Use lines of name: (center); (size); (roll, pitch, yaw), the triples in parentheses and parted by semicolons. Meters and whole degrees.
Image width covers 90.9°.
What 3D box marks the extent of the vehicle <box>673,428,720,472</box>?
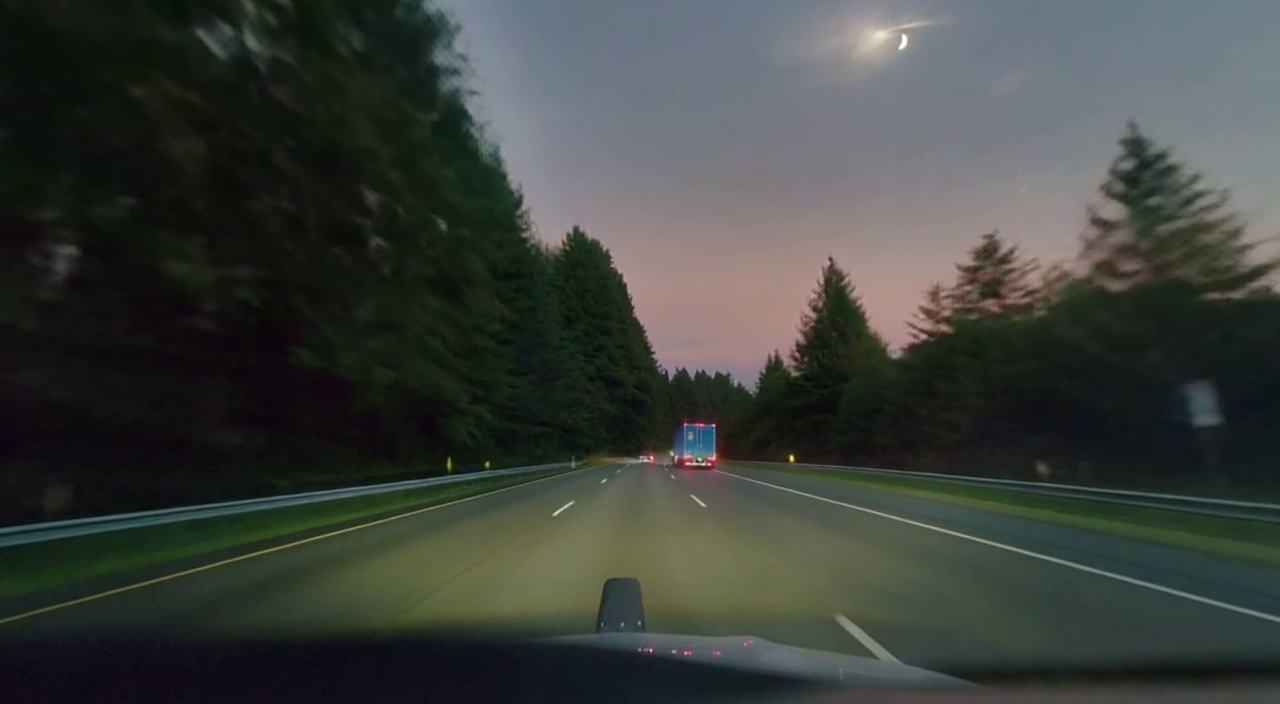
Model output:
vehicle: (3.764, 6.734, 43.311); (2.572, 2.795, 5.978); (0, -9, -1)
